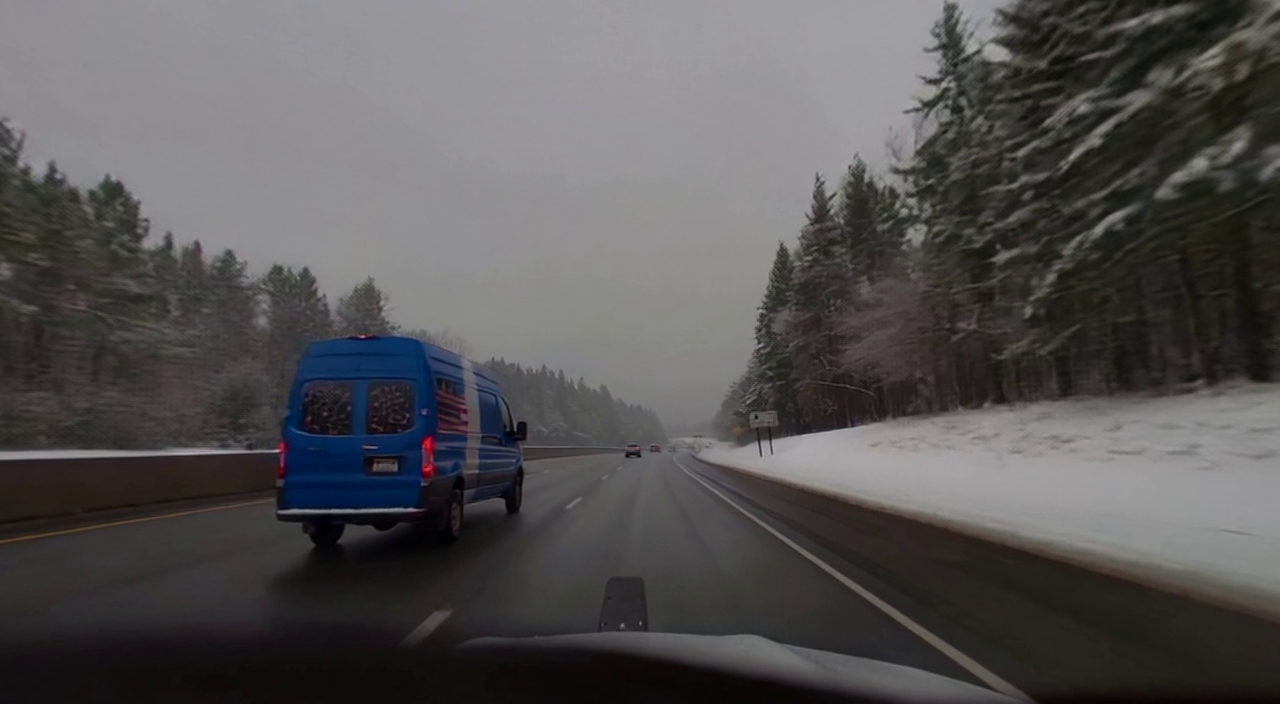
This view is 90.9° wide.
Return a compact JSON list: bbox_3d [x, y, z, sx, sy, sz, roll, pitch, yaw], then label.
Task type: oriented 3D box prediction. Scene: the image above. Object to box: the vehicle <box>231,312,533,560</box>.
[{"bbox_3d":[-3.468,1.361,10.197,2.319,2.883,5.632,0,-8,1],"label":"vehicle"}]
